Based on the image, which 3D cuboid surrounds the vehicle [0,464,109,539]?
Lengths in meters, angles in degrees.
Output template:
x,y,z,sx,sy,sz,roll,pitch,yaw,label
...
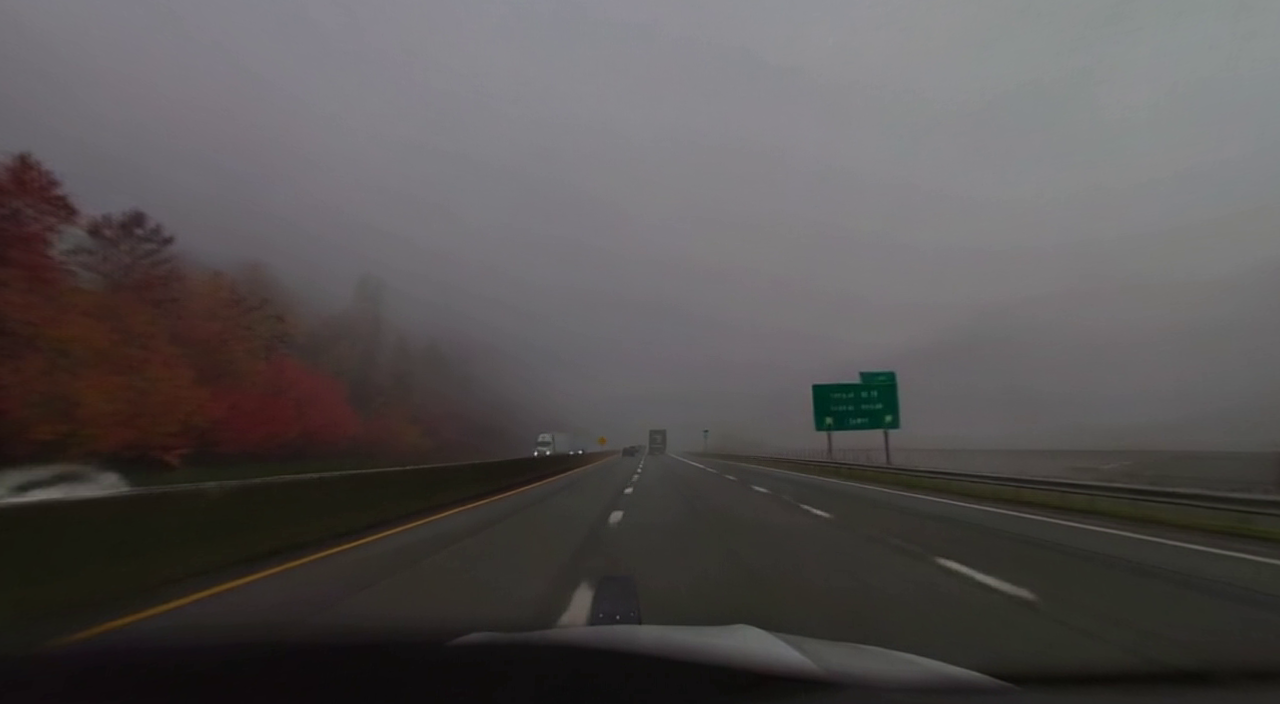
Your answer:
x,y,z,sx,sy,sz,roll,pitch,yaw,label
-14.677,3.363,14.142,1.808,1.507,3.965,-1,-9,1,vehicle
